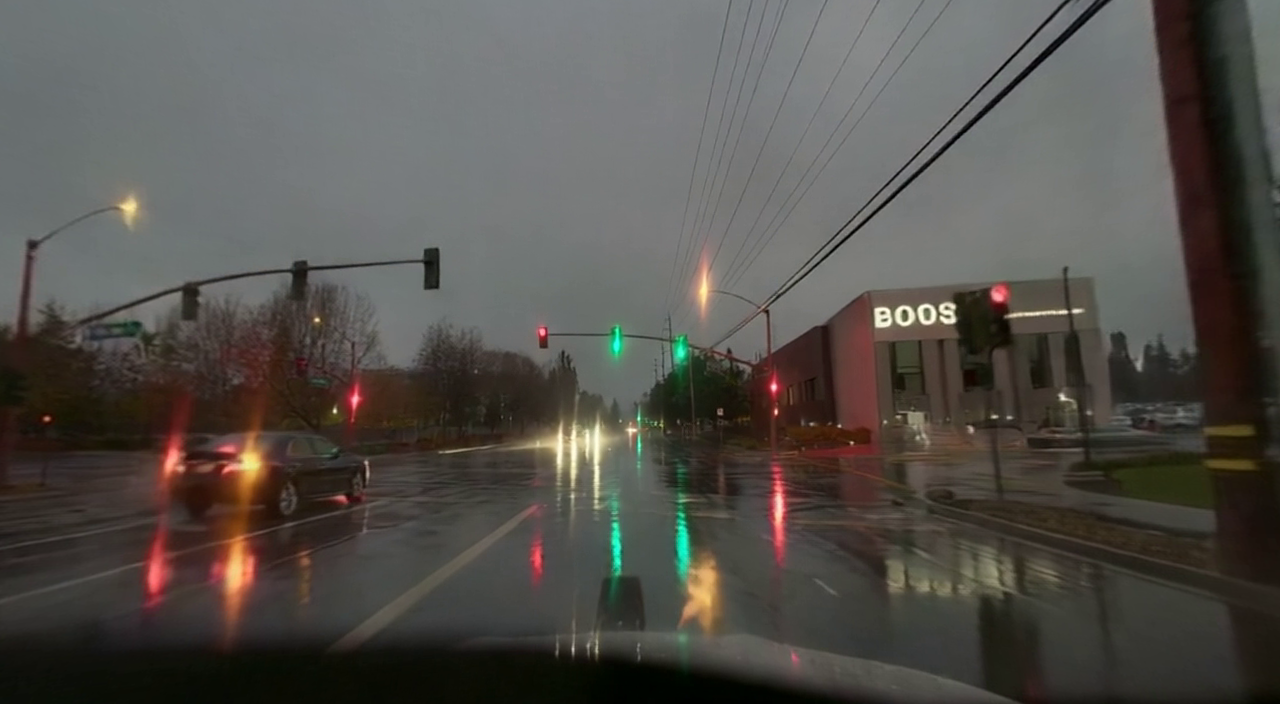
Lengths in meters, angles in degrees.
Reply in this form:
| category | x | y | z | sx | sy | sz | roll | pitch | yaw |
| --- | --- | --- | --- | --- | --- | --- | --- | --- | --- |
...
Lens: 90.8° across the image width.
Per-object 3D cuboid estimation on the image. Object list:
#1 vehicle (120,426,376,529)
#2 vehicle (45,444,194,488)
| category | x | y | z | sx | sy | sz | roll | pitch | yaw |
| --- | --- | --- | --- | --- | --- | --- | --- | --- | --- |
| vehicle | -6.473 | 2.097 | 11.155 | 1.928 | 1.451 | 4.219 | 0 | -8 | -3 |
| vehicle | -22.231 | 4.843 | 27.086 | 4.722 | 1.741 | 2.142 | -1 | -8 | 8 |
